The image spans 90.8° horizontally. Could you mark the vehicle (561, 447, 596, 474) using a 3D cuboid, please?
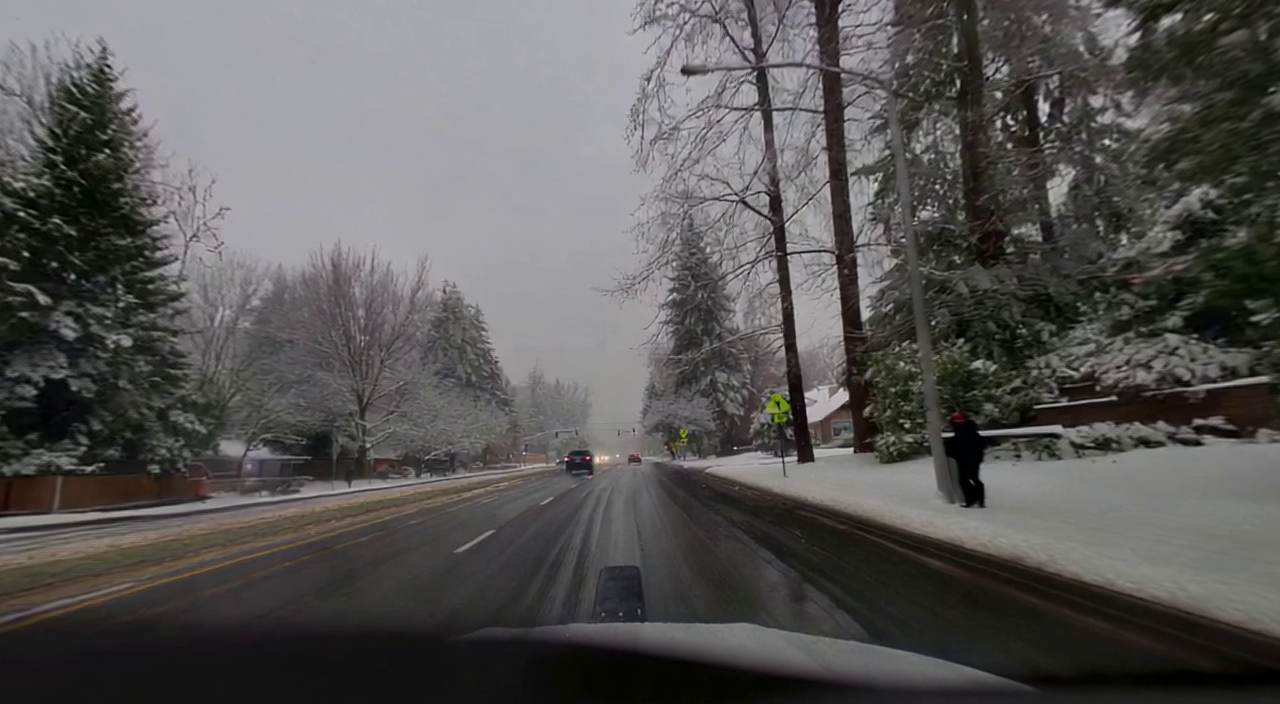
[{"bbox_3d":[-4.258,7.560,44.211,2.065,1.714,4.272,0,-9,0],"label":"vehicle"}]
